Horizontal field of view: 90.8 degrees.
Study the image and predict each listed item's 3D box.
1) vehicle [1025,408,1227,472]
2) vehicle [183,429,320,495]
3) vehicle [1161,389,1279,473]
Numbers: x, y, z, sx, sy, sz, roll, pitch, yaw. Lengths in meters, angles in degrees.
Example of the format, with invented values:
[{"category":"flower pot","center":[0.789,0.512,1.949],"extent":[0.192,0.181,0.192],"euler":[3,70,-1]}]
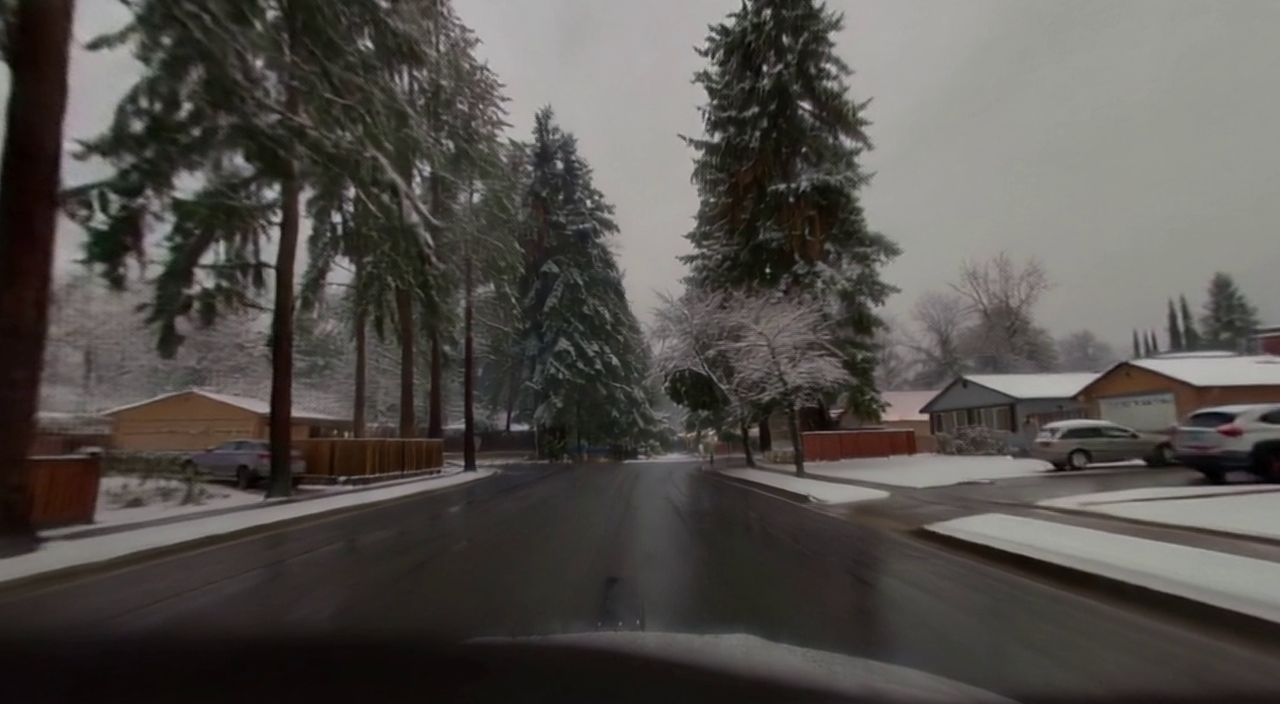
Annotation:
[{"category":"vehicle","center":[13.104,2.446,17.341],"extent":[3.780,1.601,2.025],"euler":[-2,-9,13]},{"category":"vehicle","center":[-12.469,3.470,20.167],"extent":[4.656,1.835,2.039],"euler":[-7,-11,37]},{"category":"vehicle","center":[14.453,1.727,13.750],"extent":[4.261,1.725,1.955],"euler":[-4,-9,20]}]
